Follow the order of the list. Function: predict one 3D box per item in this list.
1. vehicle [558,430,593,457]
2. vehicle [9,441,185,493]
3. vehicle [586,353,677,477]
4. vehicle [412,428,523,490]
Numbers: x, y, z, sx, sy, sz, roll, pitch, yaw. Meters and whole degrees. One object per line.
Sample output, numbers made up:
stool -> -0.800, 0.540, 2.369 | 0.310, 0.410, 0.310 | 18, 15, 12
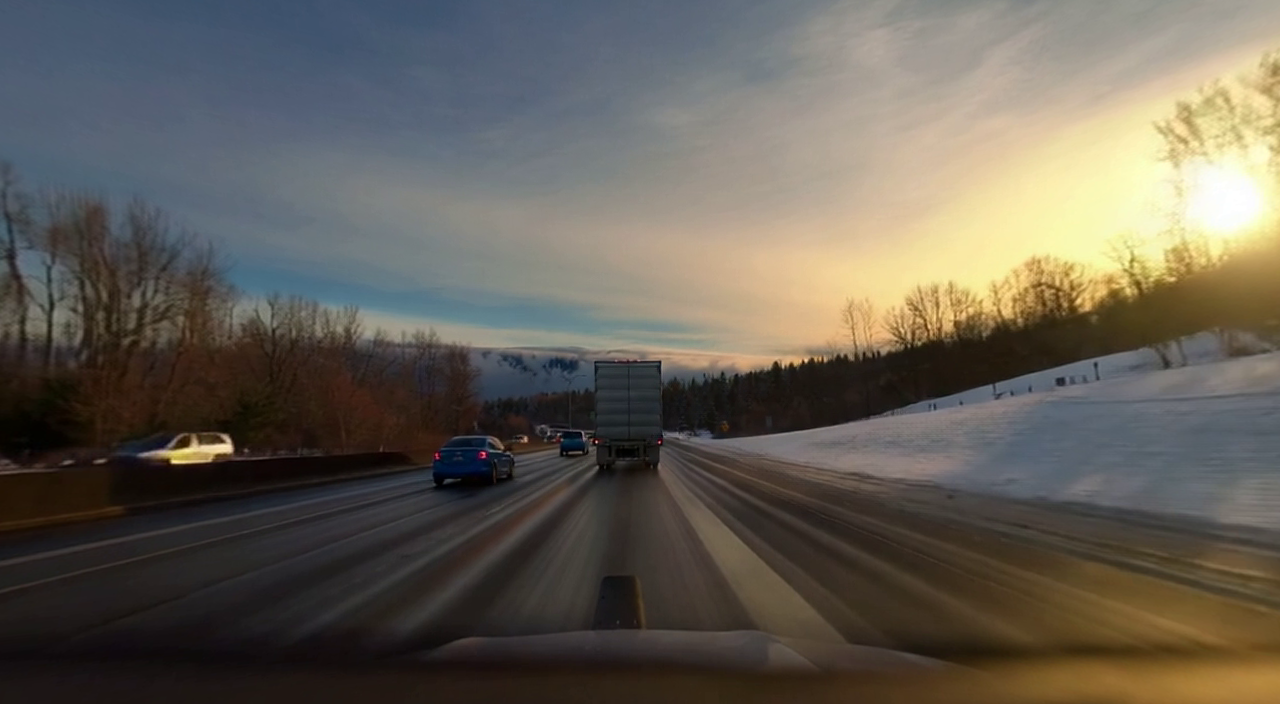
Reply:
vehicle -> -4.542, 6.505, 44.896 | 2.019, 1.834, 4.644 | 0, -8, 0
vehicle -> -18.068, 3.797, 21.301 | 1.883, 1.499, 4.621 | 0, -8, 0
vehicle -> -0.384, 2.723, 25.614 | 2.953, 4.041, 10.072 | 0, -8, -1
vehicle -> -4.772, 3.007, 18.122 | 1.931, 1.539, 4.441 | 0, -8, 0
